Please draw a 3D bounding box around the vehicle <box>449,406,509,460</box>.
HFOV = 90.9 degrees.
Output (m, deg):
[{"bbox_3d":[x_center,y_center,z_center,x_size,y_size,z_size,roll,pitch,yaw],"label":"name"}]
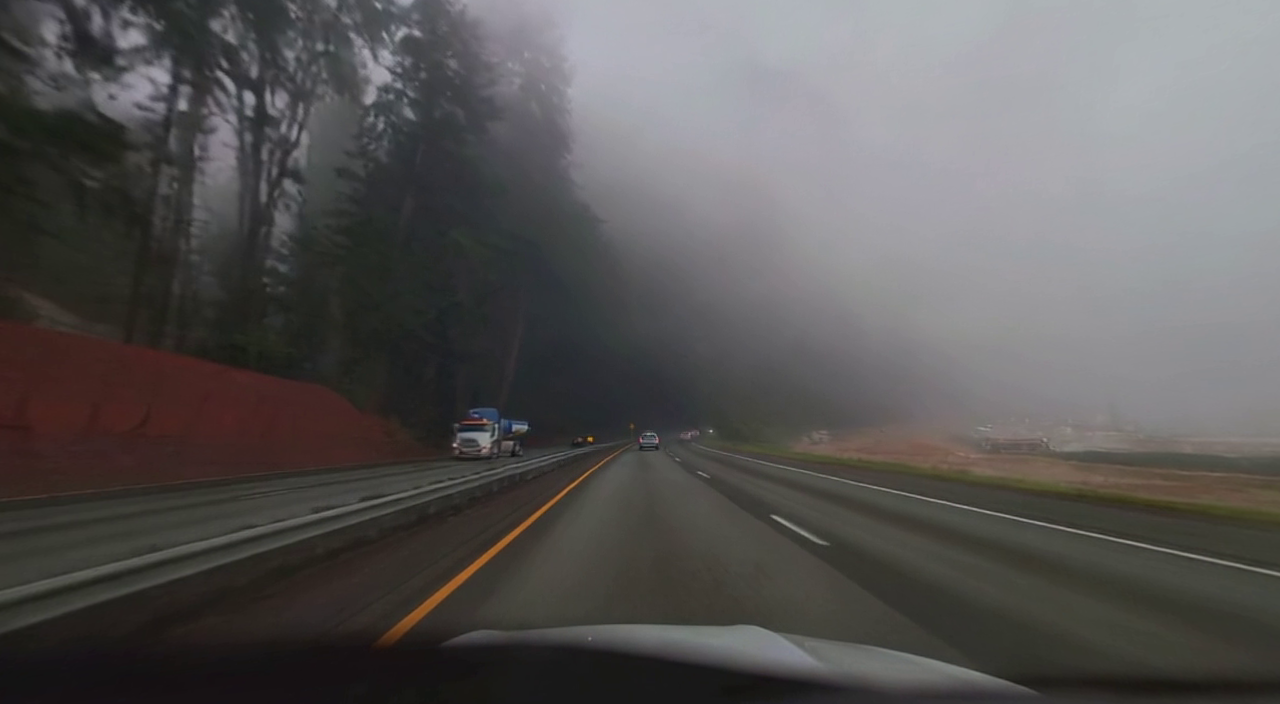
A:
[{"bbox_3d":[-12.248,6.275,48.598,2.972,3.853,5.744,0,-8,1],"label":"vehicle"}]
